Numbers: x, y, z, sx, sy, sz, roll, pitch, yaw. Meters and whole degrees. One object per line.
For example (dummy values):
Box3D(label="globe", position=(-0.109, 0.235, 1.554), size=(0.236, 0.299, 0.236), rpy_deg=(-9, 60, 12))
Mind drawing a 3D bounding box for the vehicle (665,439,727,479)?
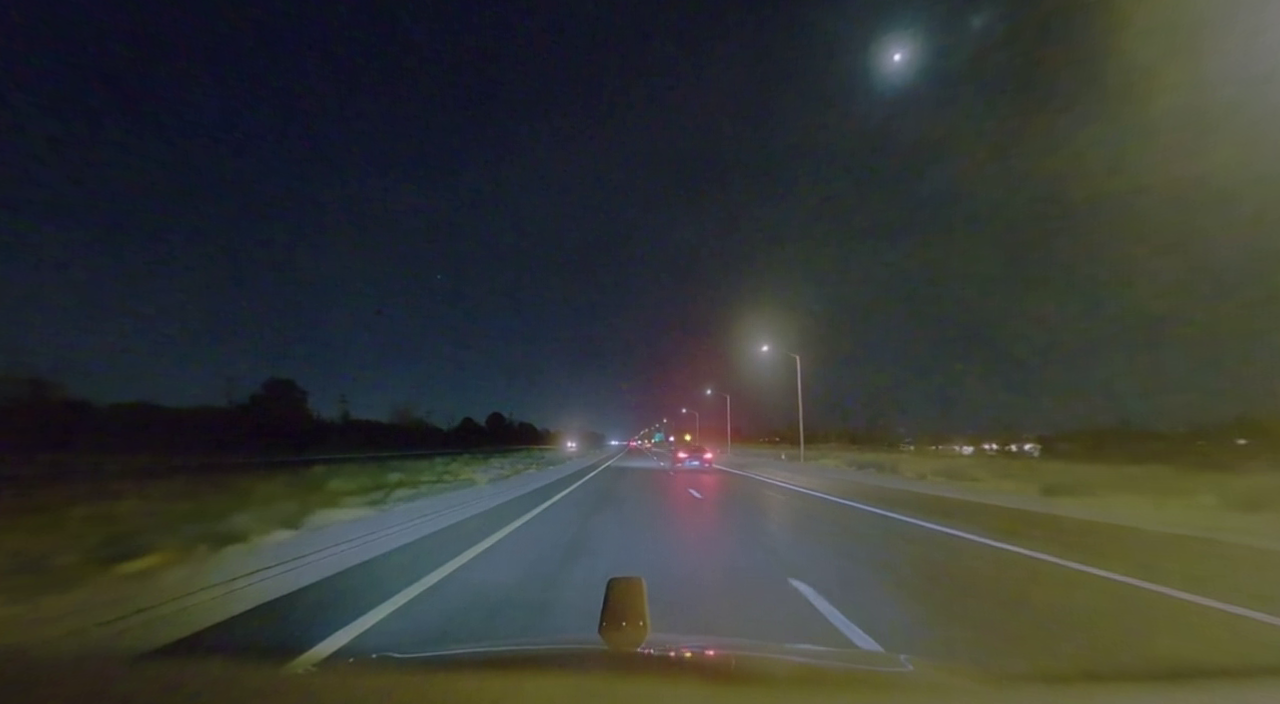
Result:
Box3D(label="vehicle", position=(2.199, 4.357, 25.949), size=(1.991, 1.475, 4.302), rpy_deg=(0, -8, -2))
